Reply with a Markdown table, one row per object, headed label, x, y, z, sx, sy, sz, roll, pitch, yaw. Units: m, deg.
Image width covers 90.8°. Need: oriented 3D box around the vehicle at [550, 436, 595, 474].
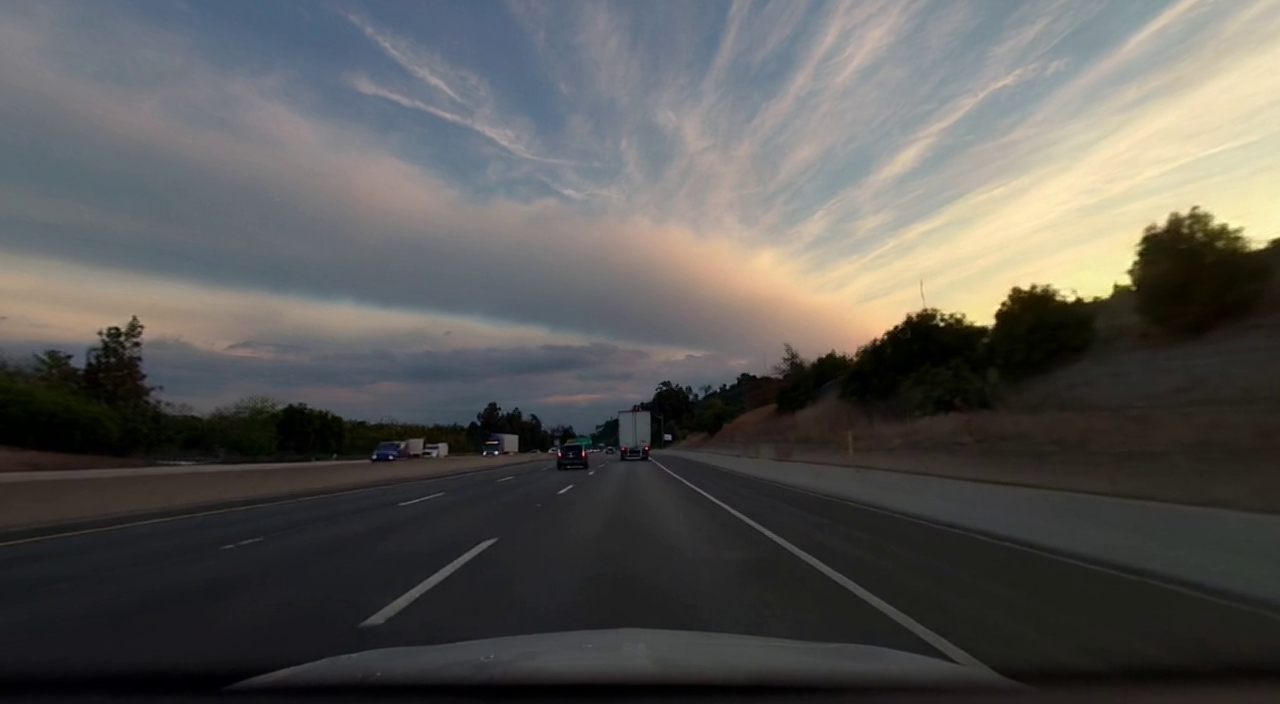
| label | x | y | z | sx | sy | sz | roll | pitch | yaw |
| --- | --- | --- | --- | --- | --- | --- | --- | --- | --- |
| vehicle | -3.591 | 5.578 | 34.364 | 2.139 | 1.925 | 4.312 | 0 | -9 | -3 |
